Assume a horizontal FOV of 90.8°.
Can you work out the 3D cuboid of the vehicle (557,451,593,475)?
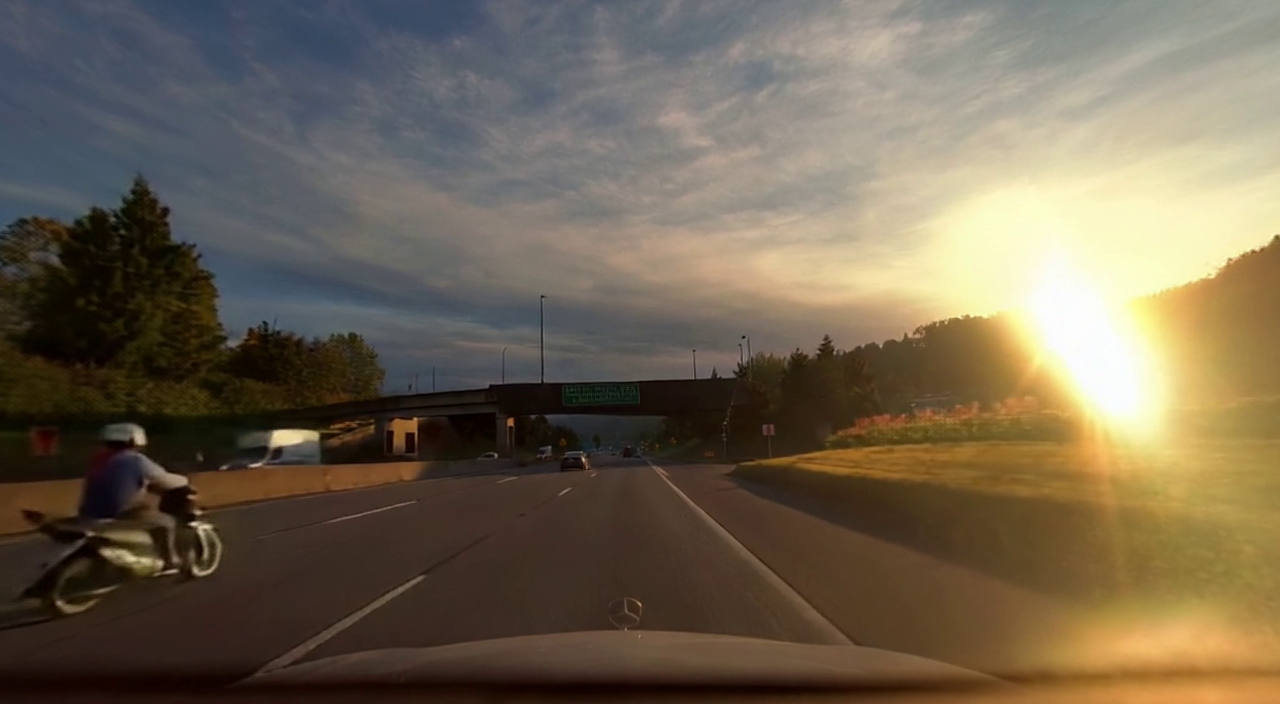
[{"bbox_3d":[-4.212,7.246,41.449,1.992,1.504,4.117,0,-9,0],"label":"vehicle"}]
